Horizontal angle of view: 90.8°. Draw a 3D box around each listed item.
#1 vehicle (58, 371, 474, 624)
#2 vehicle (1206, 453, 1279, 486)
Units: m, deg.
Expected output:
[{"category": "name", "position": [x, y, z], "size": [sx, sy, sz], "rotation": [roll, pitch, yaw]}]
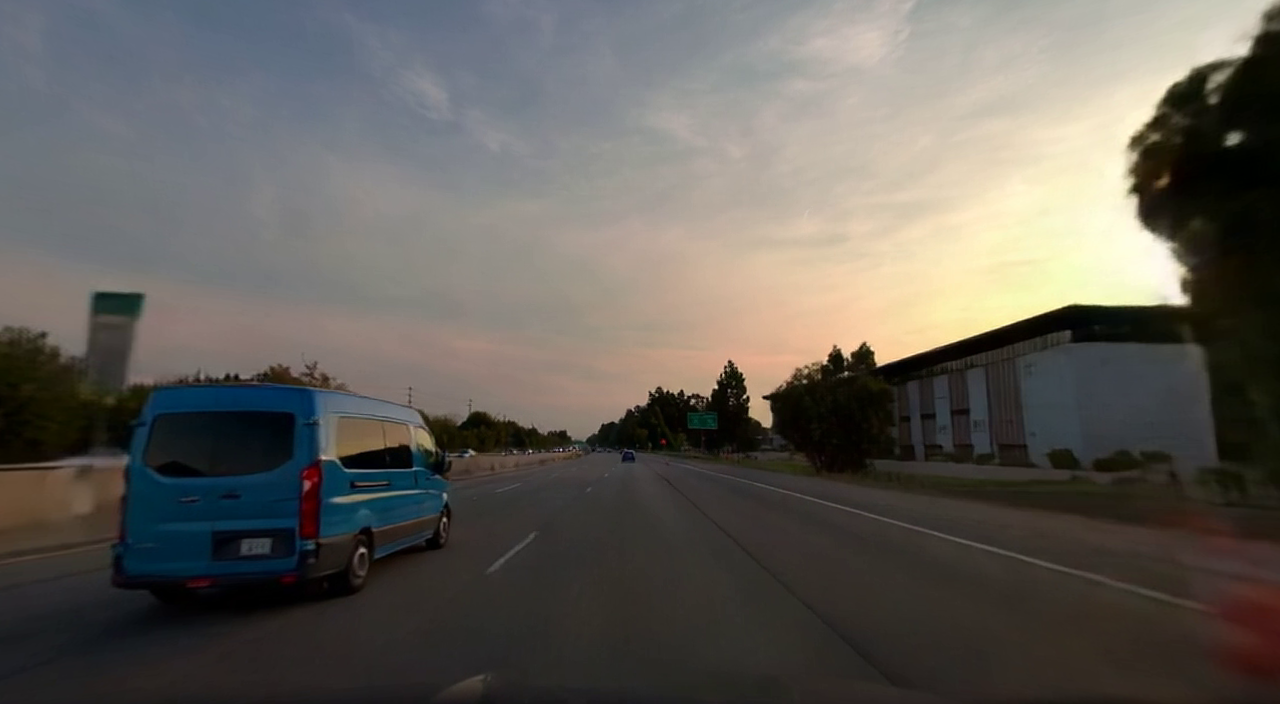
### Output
[{"category": "vehicle", "position": [-3.524, 1.478, 7.274], "size": [2.046, 1.982, 4.465], "rotation": [0, -9, -1]}, {"category": "vehicle", "position": [30.028, 5.681, 30.349], "size": [3.860, 1.433, 1.875], "rotation": [3, -10, -2]}]
